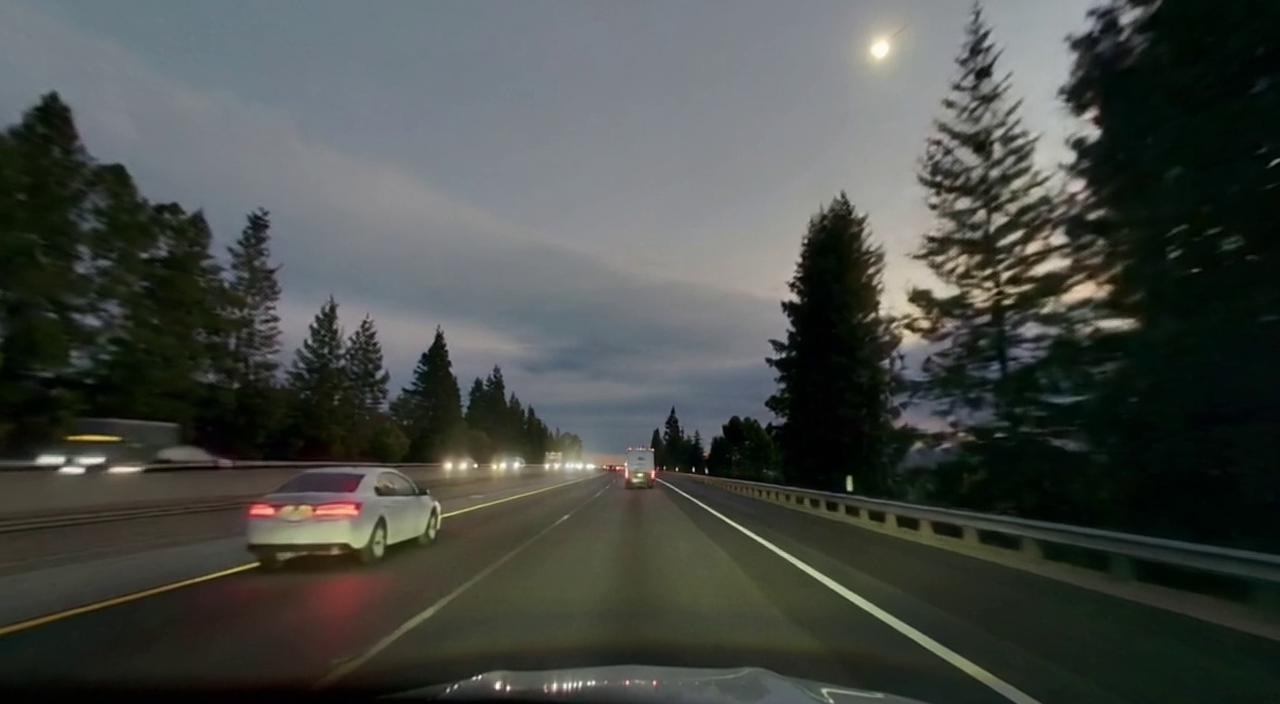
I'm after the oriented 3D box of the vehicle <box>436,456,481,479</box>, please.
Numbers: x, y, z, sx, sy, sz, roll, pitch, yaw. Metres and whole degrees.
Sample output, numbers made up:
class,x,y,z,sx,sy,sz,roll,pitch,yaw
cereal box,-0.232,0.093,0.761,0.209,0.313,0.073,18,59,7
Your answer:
class,x,y,z,sx,sy,sz,roll,pitch,yaw
vehicle,-13.135,8.414,45.849,1.995,1.543,4.047,1,-11,0

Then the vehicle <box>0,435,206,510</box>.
class,x,y,z,sx,sy,sz,roll,pitch,yaw
vehicle,-12.746,2.811,14.842,1.871,1.478,4.406,1,-11,0

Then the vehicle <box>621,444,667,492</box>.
class,x,y,z,sx,sy,sz,roll,pitch,yaw
vehicle,0.200,6.835,37.033,2.482,2.549,5.447,1,-11,-1

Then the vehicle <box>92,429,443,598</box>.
class,x,y,z,sx,sy,sz,roll,pitch,yaw
vehicle,-4.258,1.935,8.168,2.100,1.605,3.883,1,-11,0
